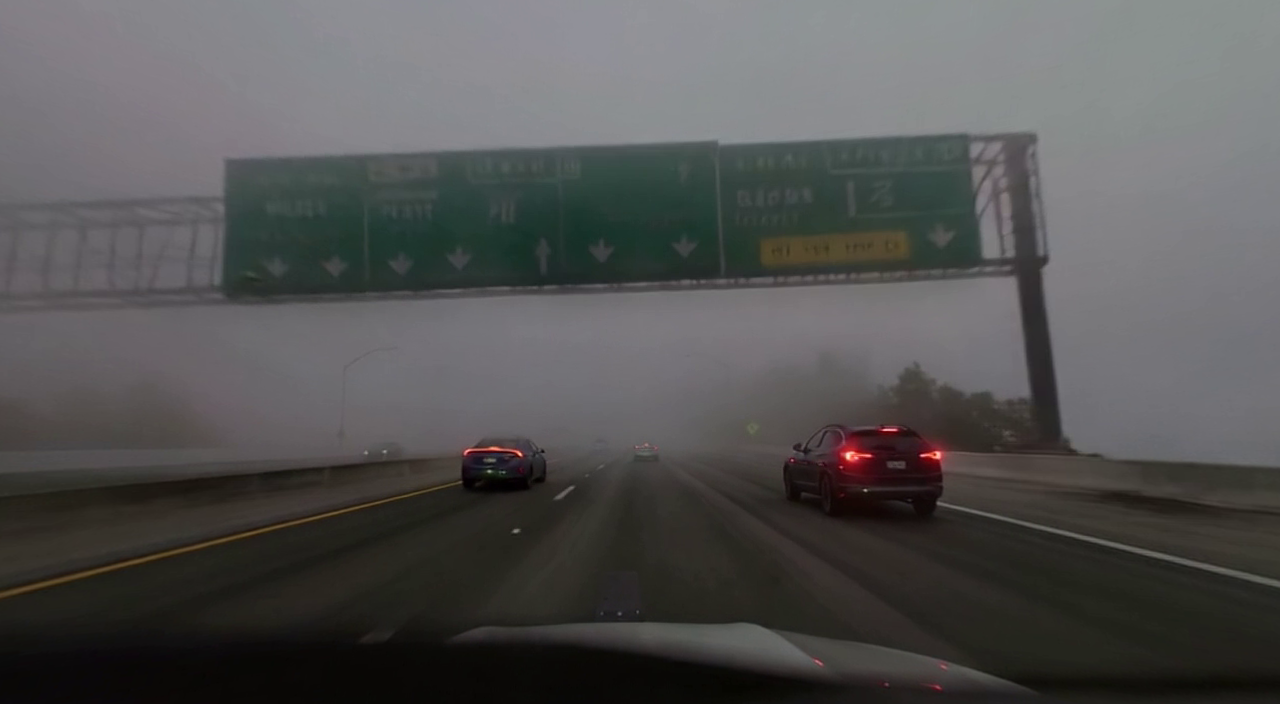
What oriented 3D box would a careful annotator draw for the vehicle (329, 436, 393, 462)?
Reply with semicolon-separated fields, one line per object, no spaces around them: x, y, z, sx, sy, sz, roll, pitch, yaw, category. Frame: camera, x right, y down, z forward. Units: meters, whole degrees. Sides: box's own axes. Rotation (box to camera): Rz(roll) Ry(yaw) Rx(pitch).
-18.400;6.418;41.676;2.121;1.619;4.577;0;-8;1;vehicle

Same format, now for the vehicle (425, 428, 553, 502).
-3.580;2.758;15.835;2.066;1.561;4.495;0;-8;1;vehicle

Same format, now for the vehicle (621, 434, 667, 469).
0.177;4.769;30.228;2.049;1.542;3.816;0;-8;0;vehicle

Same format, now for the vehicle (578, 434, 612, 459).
-3.230;6.893;45.843;2.044;1.682;4.201;0;-8;1;vehicle

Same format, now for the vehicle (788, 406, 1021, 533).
4.121;1.900;10.745;2.025;1.707;4.279;0;-8;-1;vehicle
